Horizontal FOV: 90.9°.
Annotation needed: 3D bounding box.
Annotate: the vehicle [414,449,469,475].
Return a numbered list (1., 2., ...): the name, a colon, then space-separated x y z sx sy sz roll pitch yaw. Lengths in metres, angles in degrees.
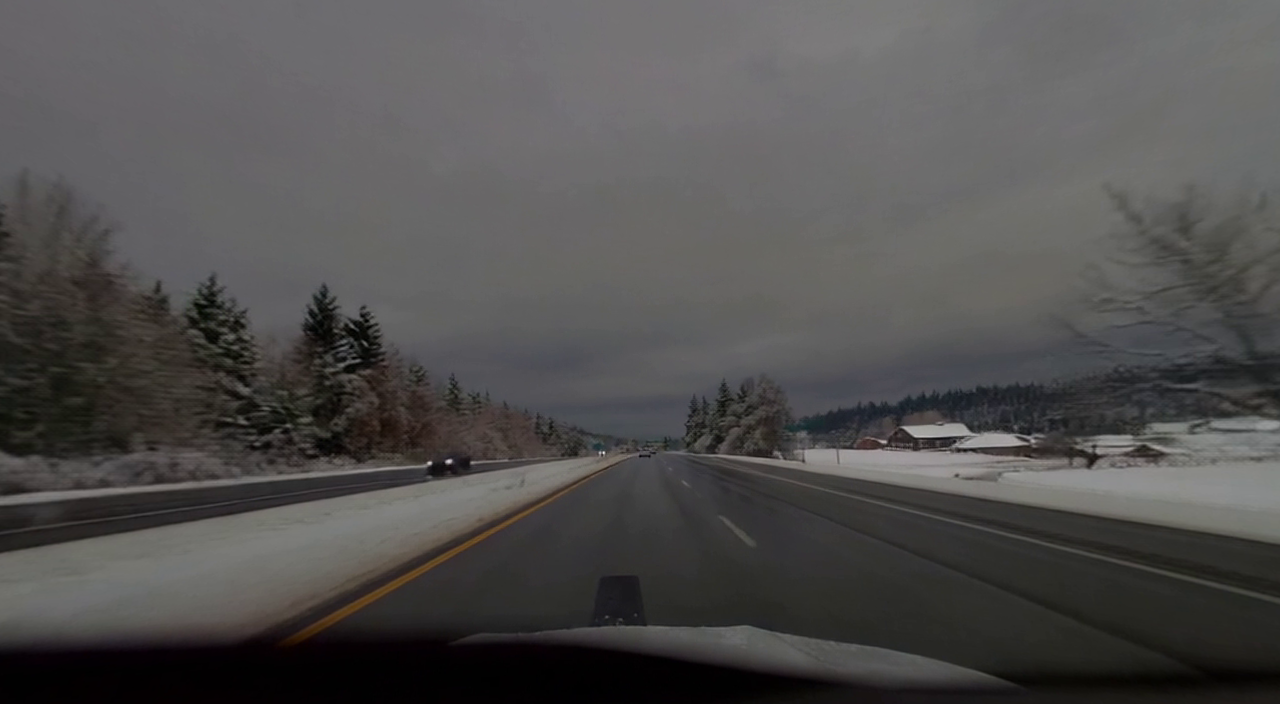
1. vehicle: -12.283 6.808 39.223 1.951 1.457 4.151 0 -9 2
